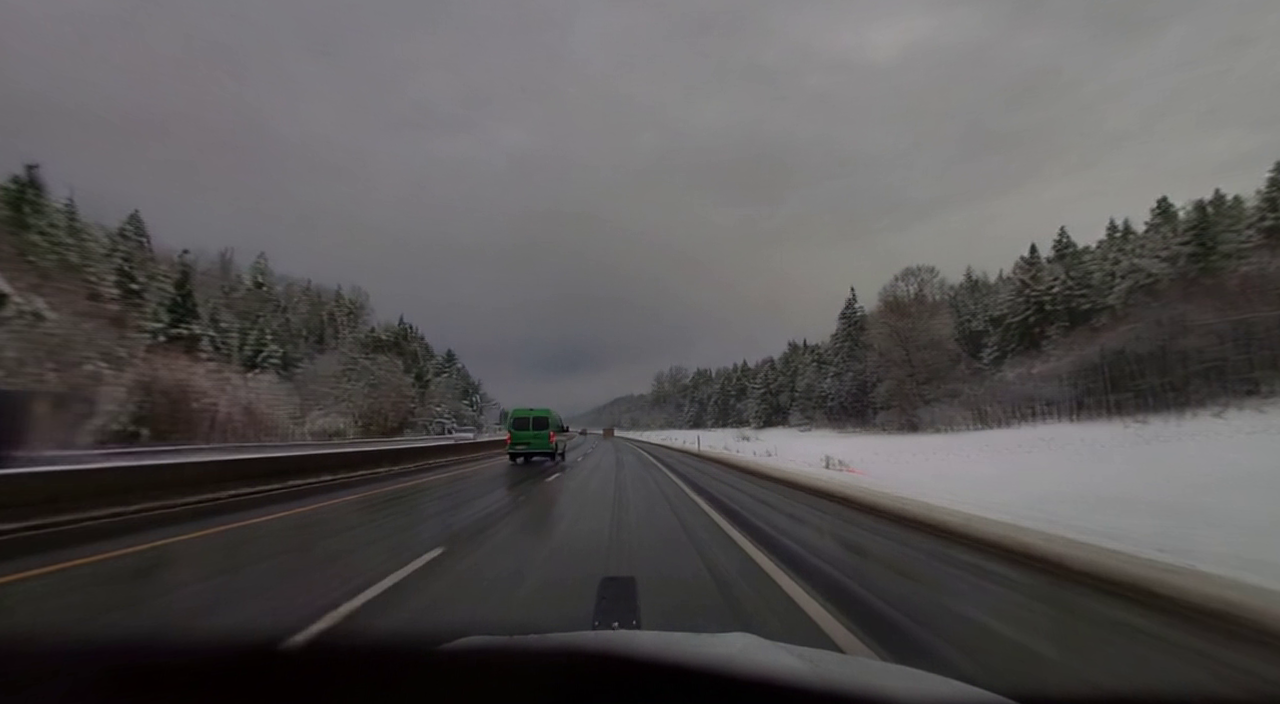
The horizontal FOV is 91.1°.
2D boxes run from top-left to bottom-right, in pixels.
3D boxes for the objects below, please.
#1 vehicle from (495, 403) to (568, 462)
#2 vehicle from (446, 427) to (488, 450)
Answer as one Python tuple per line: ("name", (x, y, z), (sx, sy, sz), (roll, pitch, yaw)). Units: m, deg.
("vehicle", (-4.935, 3.809, 29.559), (2.561, 2.509, 5.465), (0, -8, -1))
("vehicle", (-12.820, 6.431, 46.797), (1.907, 1.590, 4.292), (1, -7, -1))
